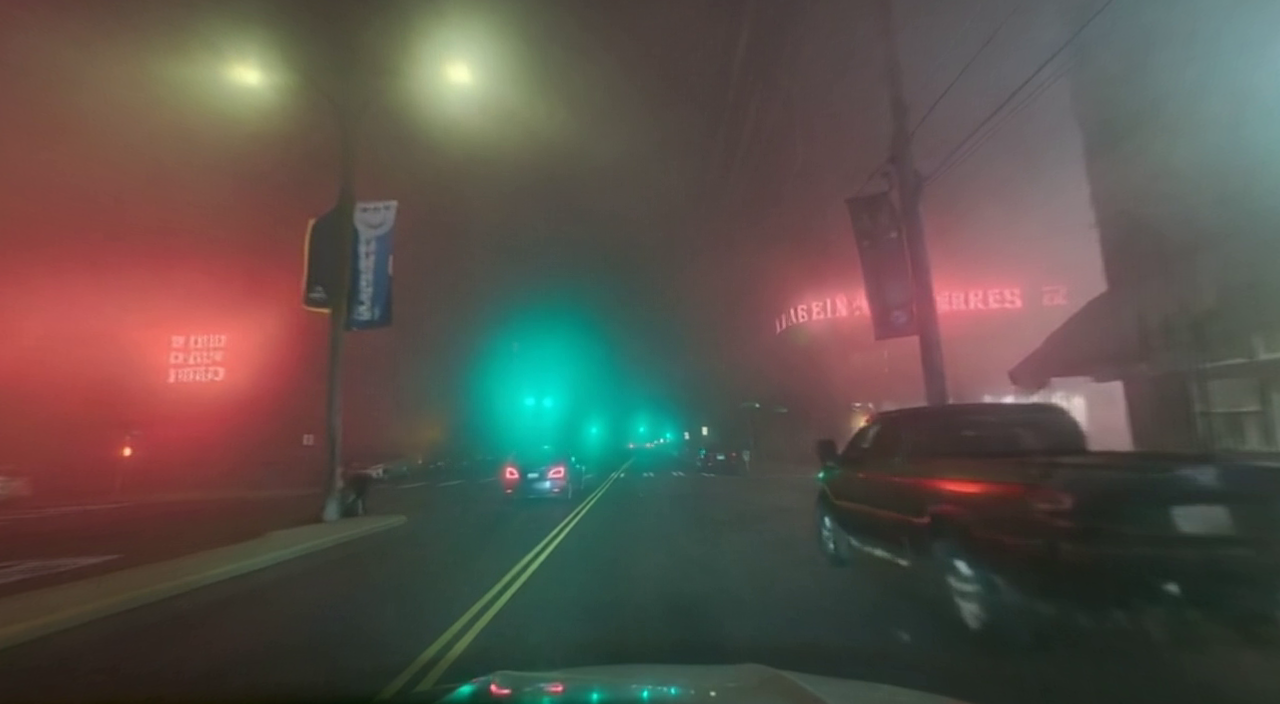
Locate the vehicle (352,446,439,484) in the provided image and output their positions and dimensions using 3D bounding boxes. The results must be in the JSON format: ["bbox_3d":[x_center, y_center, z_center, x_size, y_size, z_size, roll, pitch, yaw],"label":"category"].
[{"bbox_3d":[-12.310,5.594,31.611,4.737,1.741,2.092,-8,-11,41],"label":"vehicle"}]

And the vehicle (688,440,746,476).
[{"bbox_3d":[3.376,4.769,28.589,1.950,1.462,4.807,0,-8,-1],"label":"vehicle"}]

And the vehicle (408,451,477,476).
[{"bbox_3d":[-12.345,6.888,39.206,4.305,1.463,2.020,-7,-11,39],"label":"vehicle"}]

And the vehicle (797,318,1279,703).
[{"bbox_3d":[3.132,1.133,5.062,2.286,1.777,5.366,0,-8,-1],"label":"vehicle"}]

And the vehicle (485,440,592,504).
[{"bbox_3d":[-2.511,3.091,16.748,2.030,1.436,4.388,0,-8,1],"label":"vehicle"}]
